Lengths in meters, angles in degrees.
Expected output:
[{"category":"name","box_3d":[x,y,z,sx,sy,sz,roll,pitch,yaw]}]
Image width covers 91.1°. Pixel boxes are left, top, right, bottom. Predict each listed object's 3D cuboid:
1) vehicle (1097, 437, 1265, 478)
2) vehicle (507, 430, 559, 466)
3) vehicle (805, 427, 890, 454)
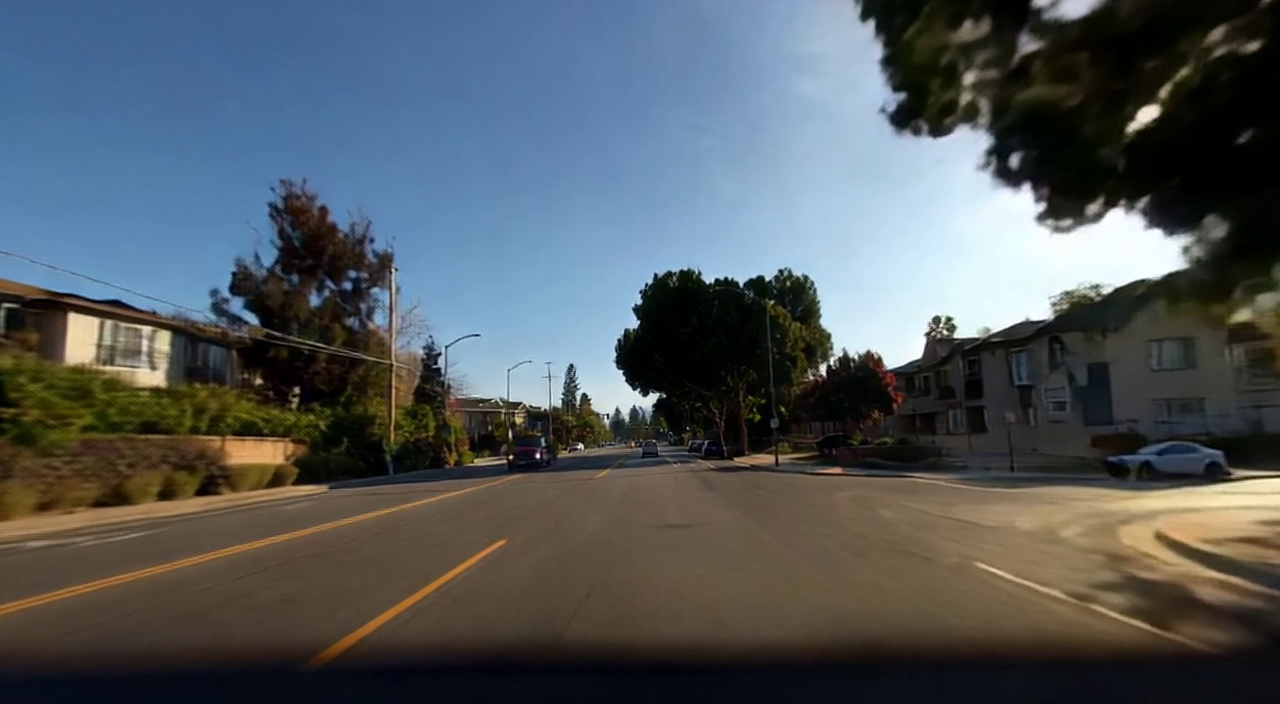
[{"category":"vehicle","box_3d":[20.883,4.062,24.350,4.849,1.470,2.041,0,-8,-7]},{"category":"vehicle","box_3d":[-7.268,6.612,43.297,2.413,2.267,6.252,0,-9,1]},{"category":"vehicle","box_3d":[13.645,5.834,41.469,4.674,1.557,2.288,-1,-8,-5]}]
